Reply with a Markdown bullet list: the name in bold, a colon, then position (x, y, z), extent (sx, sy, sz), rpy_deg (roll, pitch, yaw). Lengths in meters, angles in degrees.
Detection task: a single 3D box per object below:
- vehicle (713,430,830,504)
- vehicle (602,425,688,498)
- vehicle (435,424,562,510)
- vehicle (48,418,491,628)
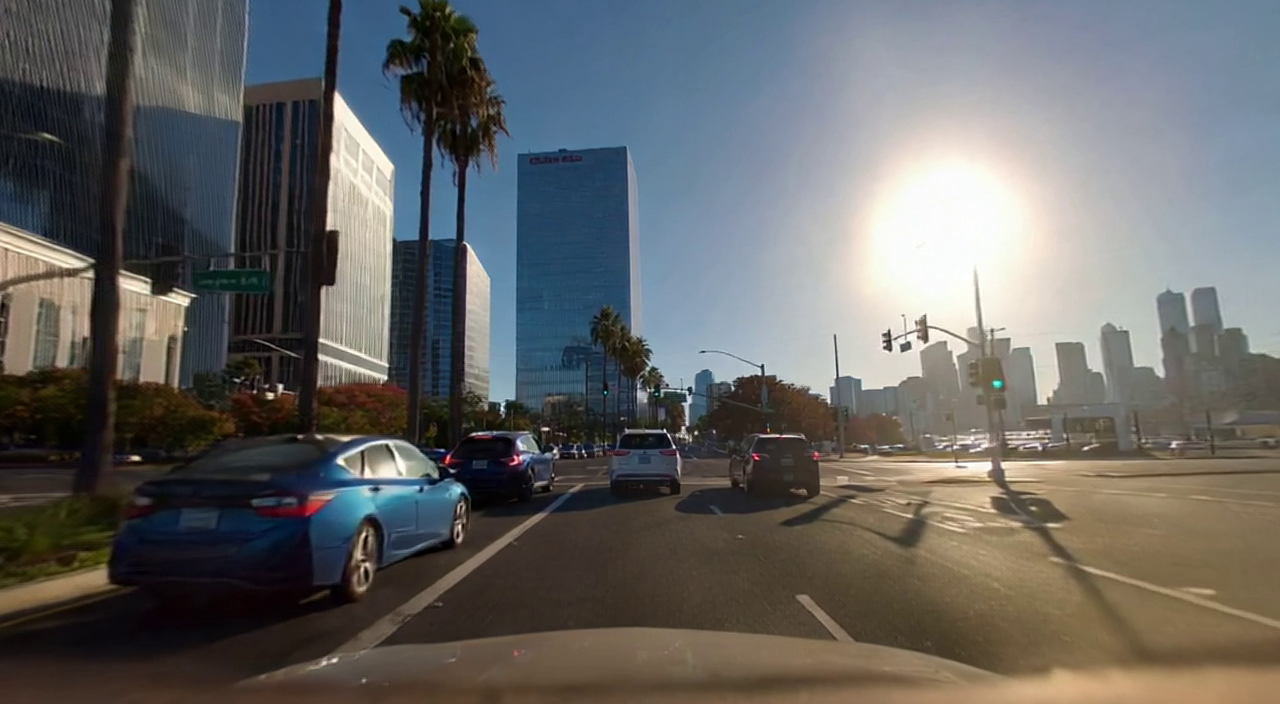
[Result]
- **vehicle**: position (3.079, 2.787, 15.698), extent (1.936, 1.567, 3.896), rpy_deg (0, -9, -2)
- **vehicle**: position (0.127, 2.947, 17.290), extent (2.060, 1.730, 4.257), rpy_deg (0, -9, 0)
- **vehicle**: position (-3.092, 2.613, 14.787), extent (1.938, 1.713, 4.048), rpy_deg (0, -9, 1)
- **vehicle**: position (-3.199, 1.568, 6.875), extent (1.962, 1.480, 4.605), rpy_deg (0, -9, 1)
